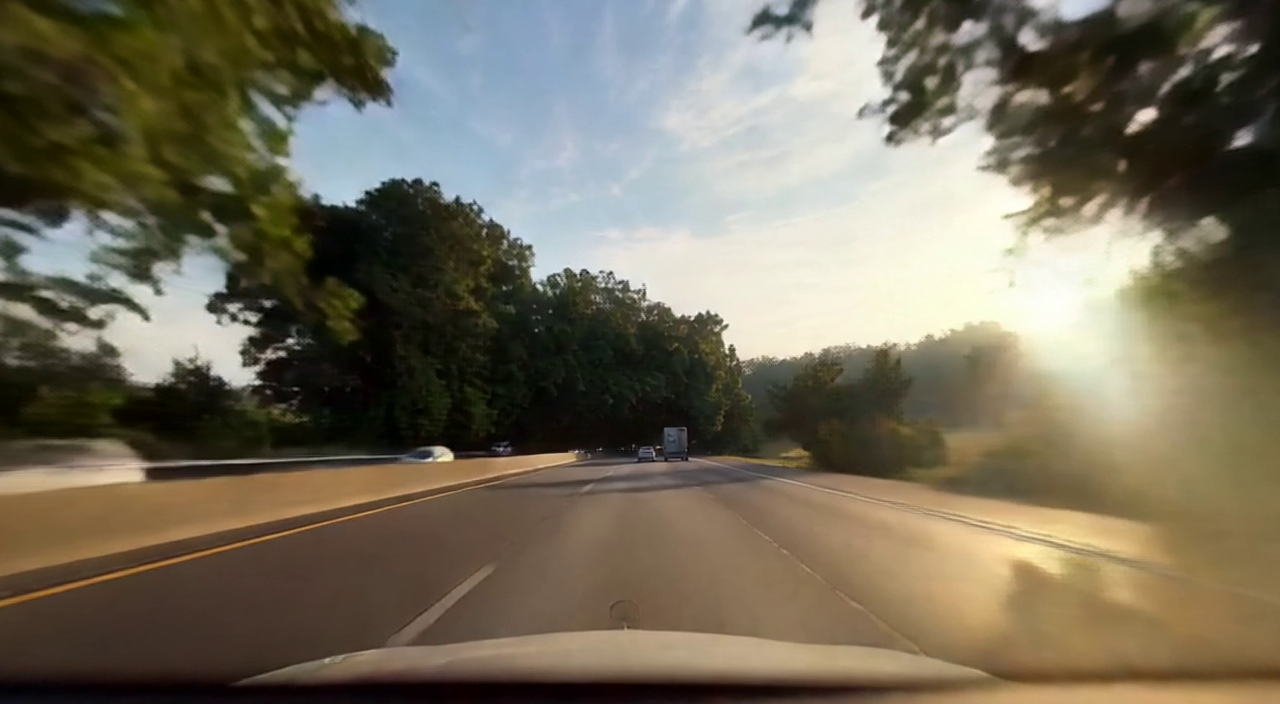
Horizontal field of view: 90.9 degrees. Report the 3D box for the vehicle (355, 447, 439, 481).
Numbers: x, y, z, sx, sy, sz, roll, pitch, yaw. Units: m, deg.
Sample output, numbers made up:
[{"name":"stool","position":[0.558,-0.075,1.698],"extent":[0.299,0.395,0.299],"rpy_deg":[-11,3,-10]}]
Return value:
[{"name":"vehicle","position":[-11.631,5.384,30.621],"extent":[2.028,1.479,5.058],"rpy_deg":[0,-9,0]}]
